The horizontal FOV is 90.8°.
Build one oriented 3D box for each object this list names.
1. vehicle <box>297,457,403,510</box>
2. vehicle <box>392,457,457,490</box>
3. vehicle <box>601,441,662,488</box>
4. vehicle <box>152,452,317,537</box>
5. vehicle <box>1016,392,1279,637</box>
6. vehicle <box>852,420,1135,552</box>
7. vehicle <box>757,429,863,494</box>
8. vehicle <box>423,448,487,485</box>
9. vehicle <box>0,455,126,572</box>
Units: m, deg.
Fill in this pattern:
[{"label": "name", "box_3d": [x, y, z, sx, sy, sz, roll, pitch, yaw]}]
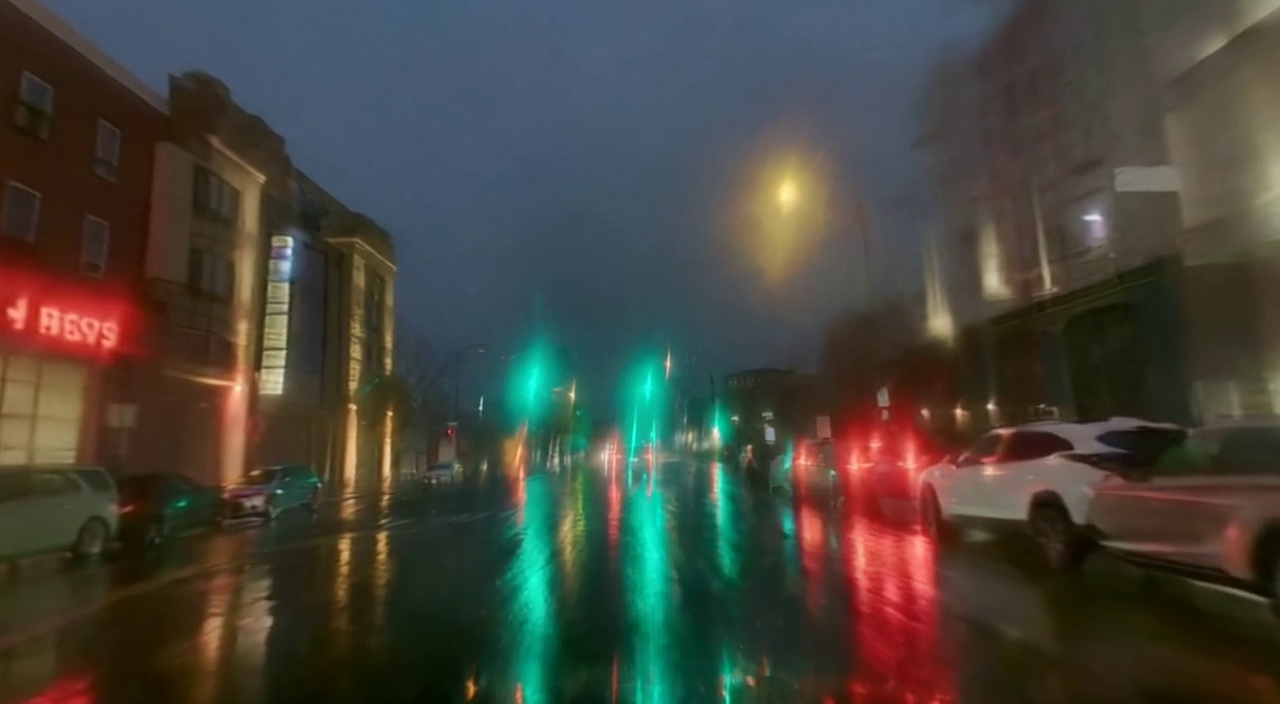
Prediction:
[{"label": "vehicle", "box_3d": [-11.213, 5.074, 24.831, 1.920, 1.498, 4.591, -5, -6, 2]}, {"label": "vehicle", "box_3d": [-11.203, 6.334, 33.148, 1.868, 1.502, 4.626, 0, -9, -1]}, {"label": "vehicle", "box_3d": [-0.319, 4.179, 23.740, 2.086, 1.575, 4.205, 0, -9, -1]}, {"label": "vehicle", "box_3d": [-11.419, 3.949, 18.250, 1.872, 1.731, 4.656, -4, -6, -2]}, {"label": "vehicle", "box_3d": [5.702, 1.320, 5.492, 1.950, 1.788, 4.658, 0, -9, 0]}, {"label": "vehicle", "box_3d": [5.823, 2.261, 11.504, 1.957, 1.806, 5.369, 0, -9, -1]}, {"label": "vehicle", "box_3d": [5.666, 3.731, 21.837, 2.201, 1.972, 4.845, 0, -9, -1]}, {"label": "vehicle", "box_3d": [-11.380, 7.047, 39.365, 2.240, 2.052, 5.872, 0, -9, 0]}, {"label": "vehicle", "box_3d": [-11.207, 2.769, 10.335, 2.055, 1.685, 4.370, -5, -6, -1]}]
